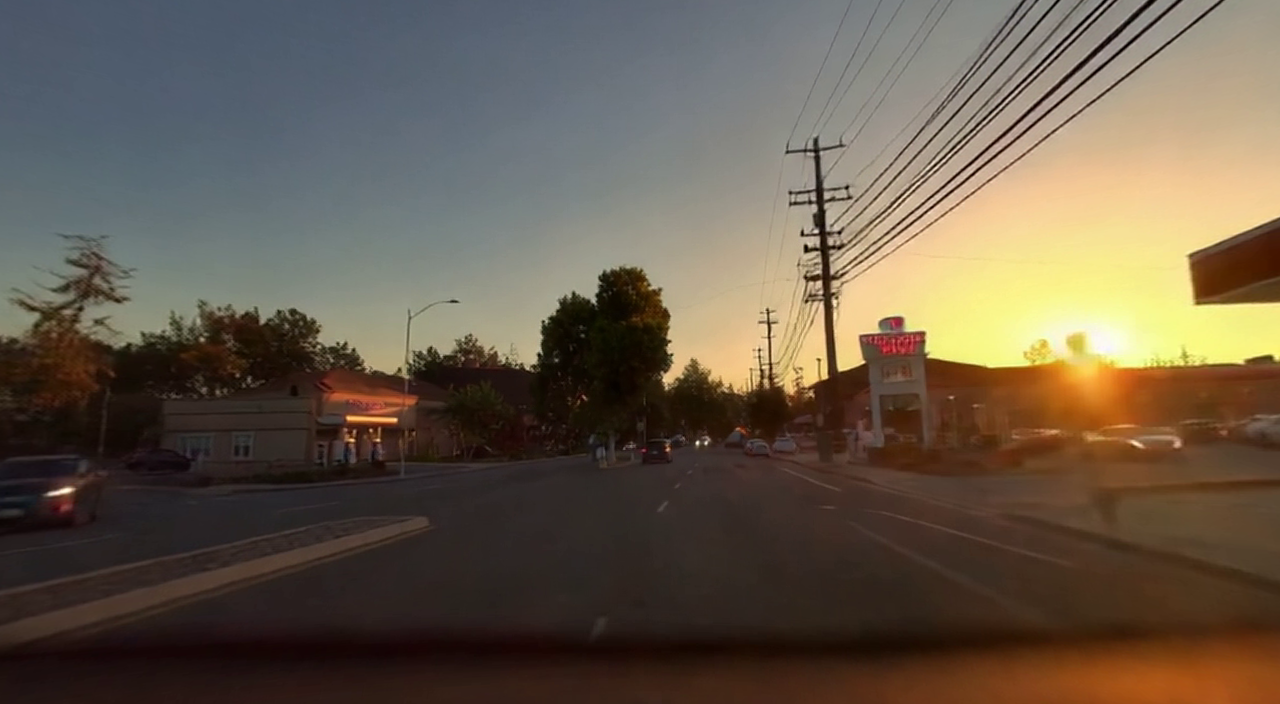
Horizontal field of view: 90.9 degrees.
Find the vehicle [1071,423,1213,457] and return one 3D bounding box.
[{"bbox_3d":[23.415,4.152,29.711,1.908,1.474,4.885,2,-9,-16],"label":"vehicle"}]

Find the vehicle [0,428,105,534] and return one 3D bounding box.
[{"bbox_3d":[-14.852,2.962,15.141,5.575,2.142,1.996,-7,-11,40],"label":"vehicle"}]

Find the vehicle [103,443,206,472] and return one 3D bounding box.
[{"bbox_3d":[-34.529,7.505,45.116,2.111,1.883,5.784,-2,-8,10],"label":"vehicle"}]

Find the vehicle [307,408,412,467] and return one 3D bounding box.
[{"bbox_3d":[-18.505,5.779,42.286,2.923,3.546,7.640,-1,-8,5],"label":"vehicle"}]

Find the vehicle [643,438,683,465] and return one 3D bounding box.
[{"bbox_3d":[1.445,6.046,38.435,2.073,1.525,3.968,-1,-8,7],"label":"vehicle"}]
